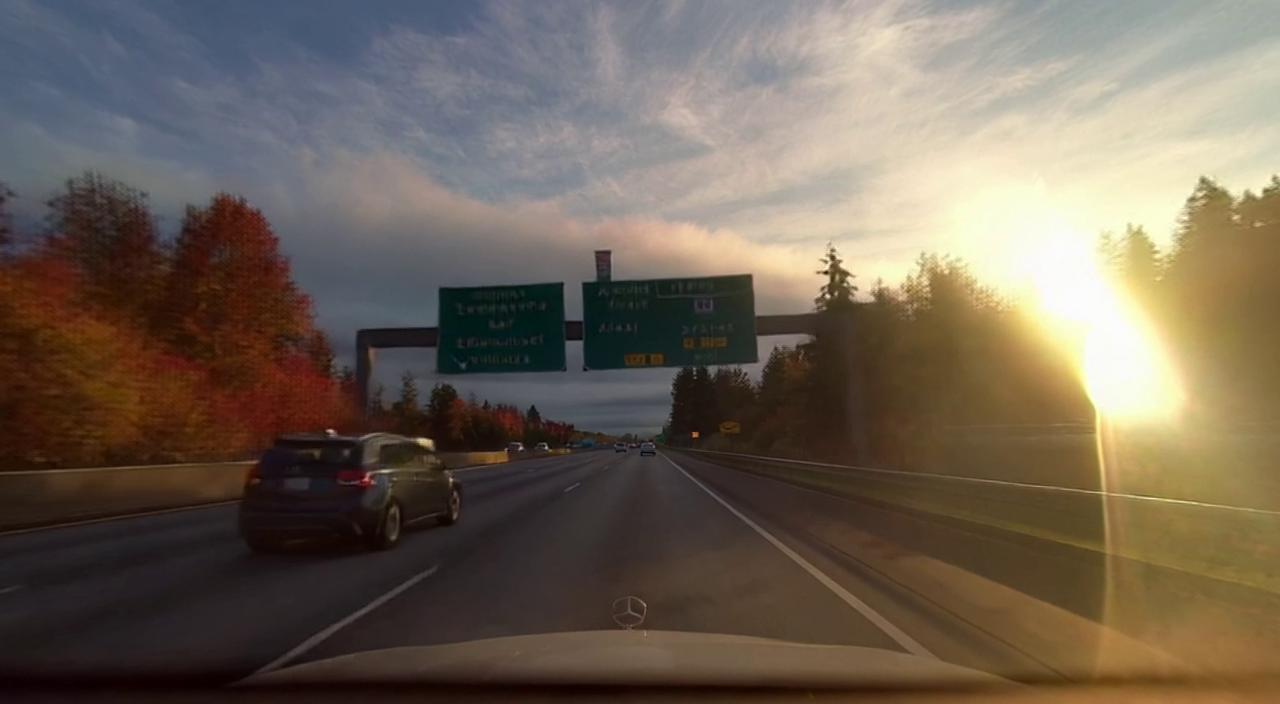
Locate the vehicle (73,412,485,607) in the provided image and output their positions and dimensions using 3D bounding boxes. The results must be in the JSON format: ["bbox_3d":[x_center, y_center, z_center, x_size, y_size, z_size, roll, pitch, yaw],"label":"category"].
[{"bbox_3d":[-3.555,1.633,7.605,2.061,1.572,4.814,0,-8,1],"label":"vehicle"}]
